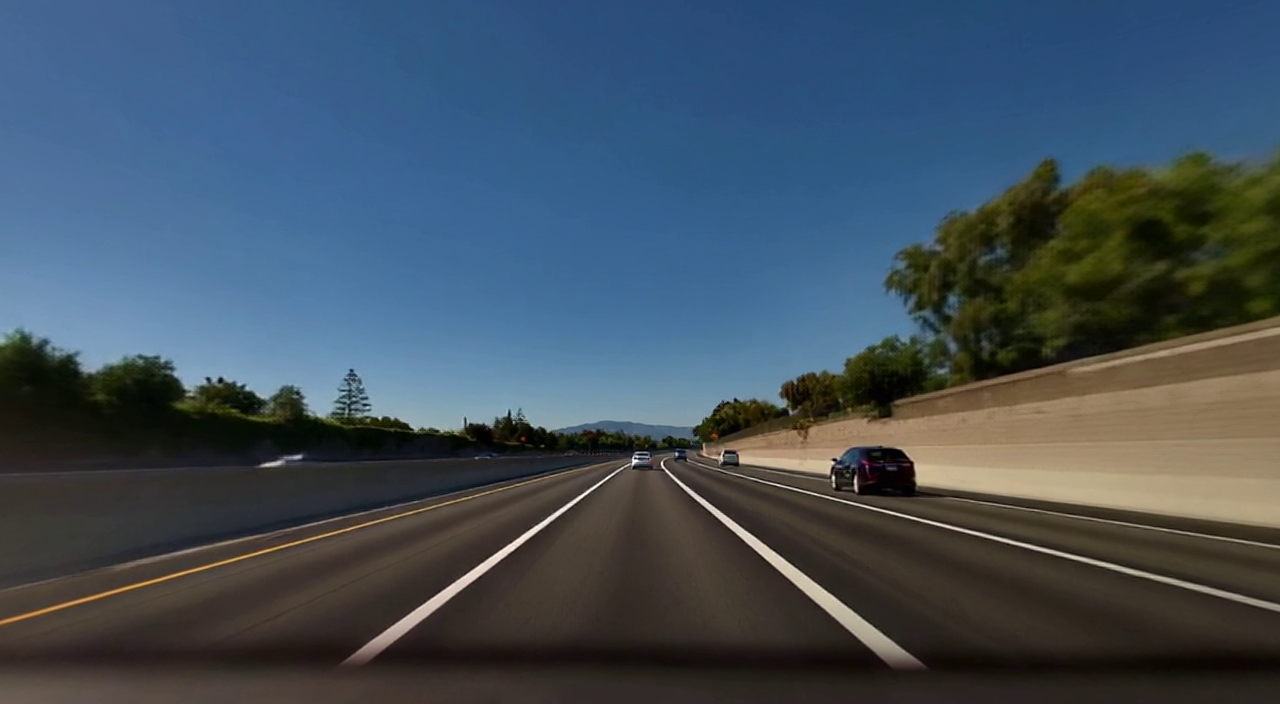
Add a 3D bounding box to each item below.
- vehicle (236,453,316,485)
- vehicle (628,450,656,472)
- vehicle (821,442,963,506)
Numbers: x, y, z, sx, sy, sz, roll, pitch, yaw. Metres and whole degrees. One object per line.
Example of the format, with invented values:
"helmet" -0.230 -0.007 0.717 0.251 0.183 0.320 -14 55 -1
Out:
"vehicle" -19.067 6.113 33.015 1.785 1.507 3.920 0 -9 1
"vehicle" 0.179 7.989 46.273 2.025 1.526 4.181 0 -9 1
"vehicle" 6.812 3.341 17.603 2.008 1.533 4.592 0 -9 -1
